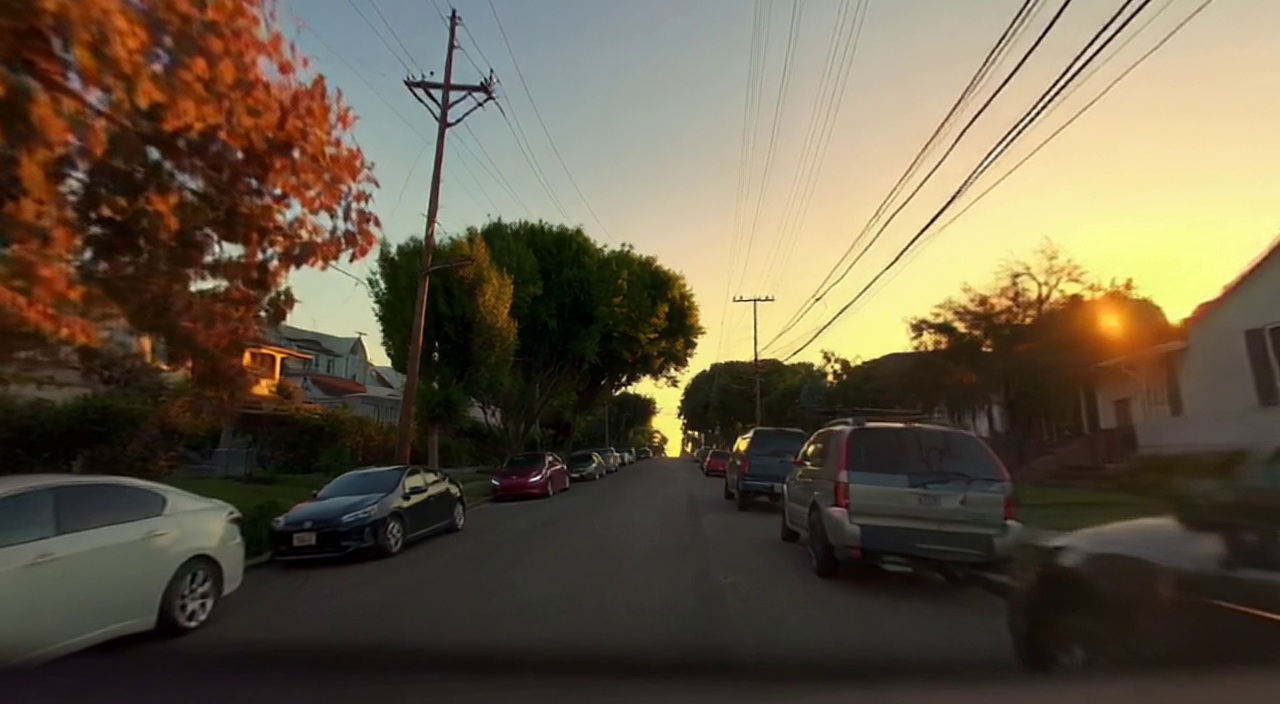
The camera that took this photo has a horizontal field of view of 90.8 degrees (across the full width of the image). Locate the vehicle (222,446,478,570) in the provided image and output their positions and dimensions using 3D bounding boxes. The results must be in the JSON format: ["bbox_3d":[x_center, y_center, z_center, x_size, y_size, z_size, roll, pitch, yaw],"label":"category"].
[{"bbox_3d":[-4.268,2.300,10.225,1.796,1.532,4.244,-1,-8,6],"label":"vehicle"}]

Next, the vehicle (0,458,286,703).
[{"bbox_3d":[-4.629,1.449,4.060,1.932,1.431,4.198,-1,-8,7],"label":"vehicle"}]

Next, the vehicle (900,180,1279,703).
[{"bbox_3d":[2.270,0.526,0.820,2.032,1.839,4.597,0,-8,2],"label":"vehicle"}]

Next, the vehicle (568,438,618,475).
[{"bbox_3d":[-2.599,5.978,36.376,2.280,1.953,5.092,-1,-8,3],"label":"vehicle"}]

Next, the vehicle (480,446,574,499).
[{"bbox_3d":[-3.574,3.892,20.942,1.988,1.541,4.686,-1,-8,4],"label":"vehicle"}]
